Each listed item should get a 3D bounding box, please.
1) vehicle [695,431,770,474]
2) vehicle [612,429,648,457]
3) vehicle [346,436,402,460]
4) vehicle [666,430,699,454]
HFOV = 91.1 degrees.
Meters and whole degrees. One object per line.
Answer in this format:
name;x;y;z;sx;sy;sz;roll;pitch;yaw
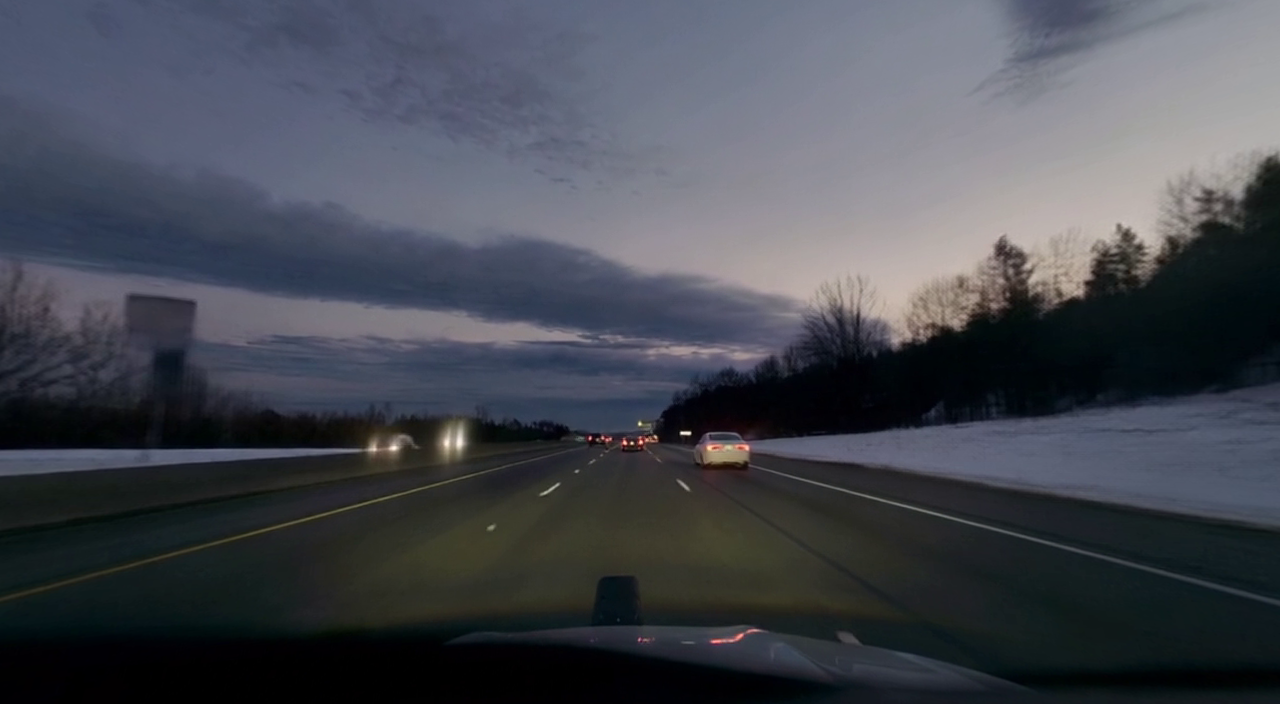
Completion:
vehicle;3.423;3.798;24.237;2.056;1.479;4.660;0;-8;-2
vehicle;-0.666;5.870;40.631;2.182;1.680;4.253;0;-8;-1
vehicle;-17.185;6.217;40.884;1.842;1.494;4.232;0;-8;-1
vehicle;3.160;6.829;47.791;2.098;1.677;4.275;0;-8;-1
